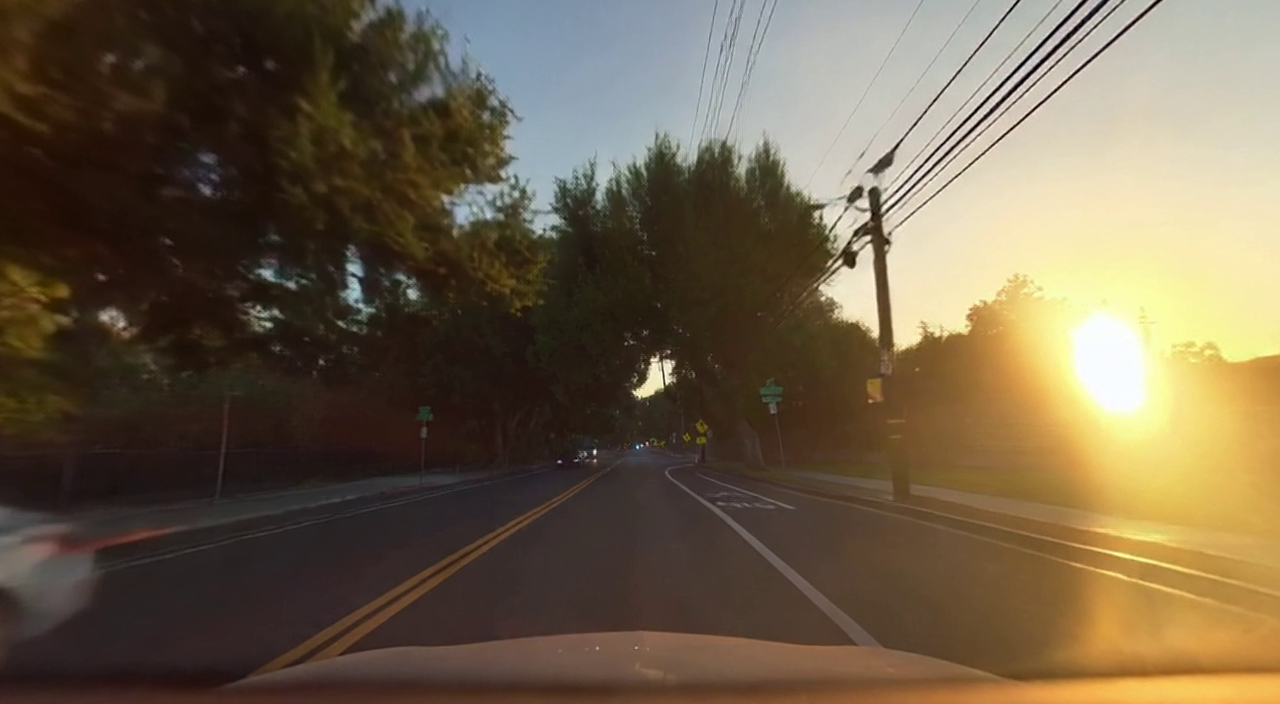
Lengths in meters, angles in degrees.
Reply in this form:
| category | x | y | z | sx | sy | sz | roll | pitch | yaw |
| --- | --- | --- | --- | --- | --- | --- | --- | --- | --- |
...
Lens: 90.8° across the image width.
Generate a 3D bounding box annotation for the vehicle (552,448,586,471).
| category | x | y | z | sx | sy | sz | roll | pitch | yaw |
| --- | --- | --- | --- | --- | --- | --- | --- | --- | --- |
| vehicle | -4.942 | 7.521 | 44.448 | 1.966 | 1.468 | 4.207 | 0 | -8 | 0 |
